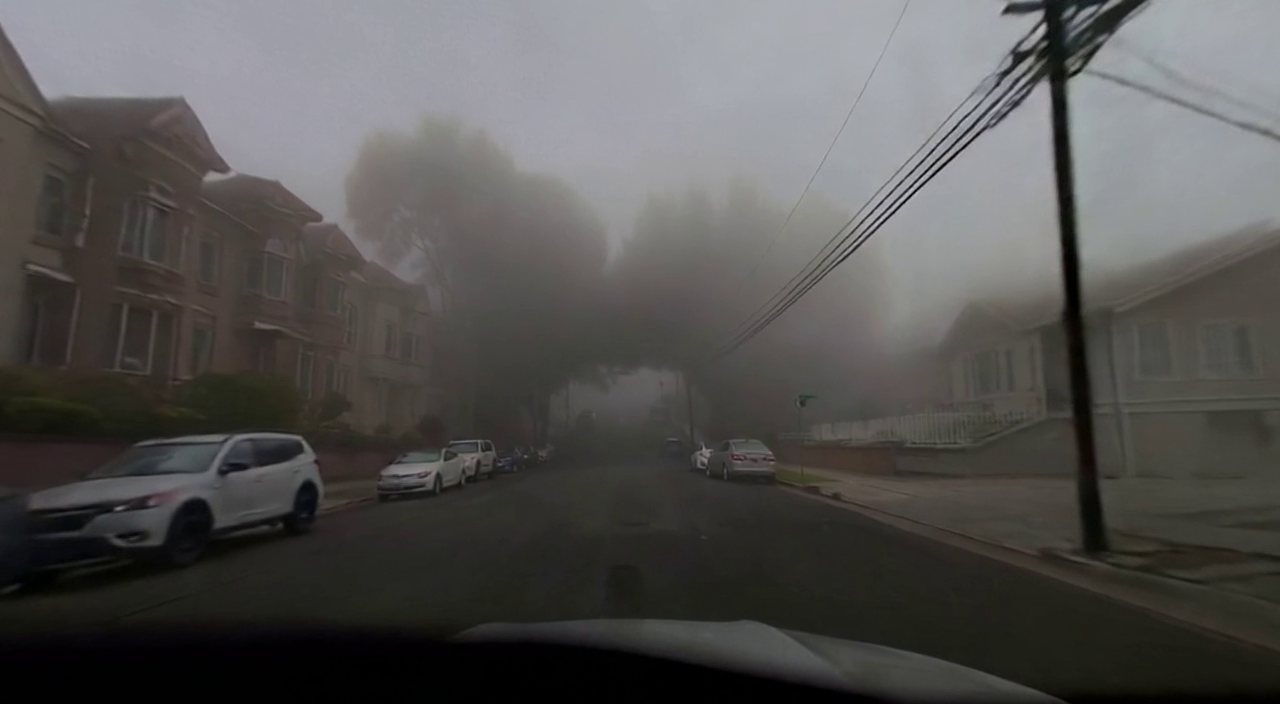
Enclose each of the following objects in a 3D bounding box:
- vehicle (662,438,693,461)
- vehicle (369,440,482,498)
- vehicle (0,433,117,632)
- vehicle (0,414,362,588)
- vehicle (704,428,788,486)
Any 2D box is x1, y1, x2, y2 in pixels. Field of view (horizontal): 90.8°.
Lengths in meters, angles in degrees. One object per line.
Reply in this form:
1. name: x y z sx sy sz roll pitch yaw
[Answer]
1. vehicle: 2.795 7.396 48.102 1.966 1.620 4.187 0 -8 -3
2. vehicle: -6.073 3.341 18.442 2.003 1.489 4.051 0 -8 -2
3. vehicle: -5.784 1.180 3.510 1.998 1.485 4.476 0 -8 -2
4. vehicle: -5.753 1.802 8.530 1.958 1.682 4.536 0 -8 -1
5. vehicle: 3.466 3.548 21.551 1.952 1.738 4.518 0 -8 -1
